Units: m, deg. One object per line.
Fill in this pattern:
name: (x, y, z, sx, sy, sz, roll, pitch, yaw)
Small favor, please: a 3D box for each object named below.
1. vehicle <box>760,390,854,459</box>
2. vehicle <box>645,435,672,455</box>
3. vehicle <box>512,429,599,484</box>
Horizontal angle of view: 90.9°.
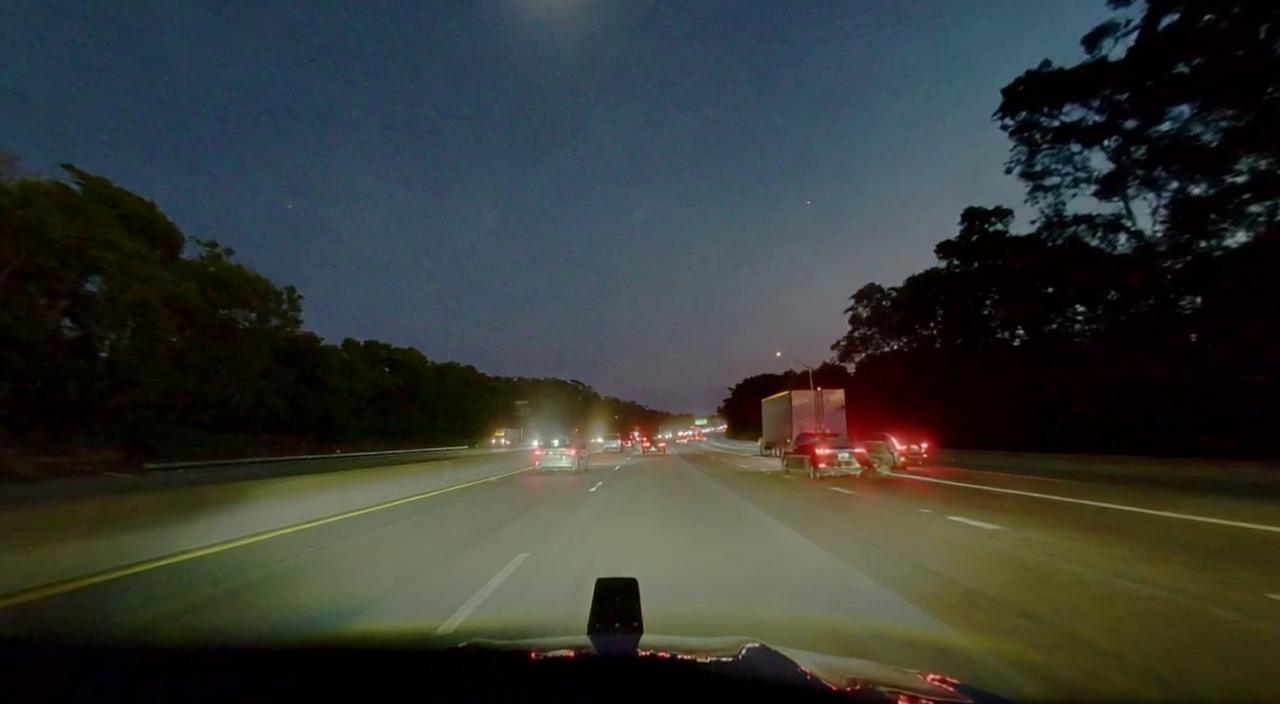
vehicle: (10.509, 4.815, 41.072, 2.999, 3.901, 10.127, 0, -8, -2)
vehicle: (1.422, 7.250, 49.333, 2.004, 1.465, 3.842, 0, -8, 1)
vehicle: (-2.659, 3.394, 20.945, 2.137, 1.618, 4.209, 0, -8, 2)
